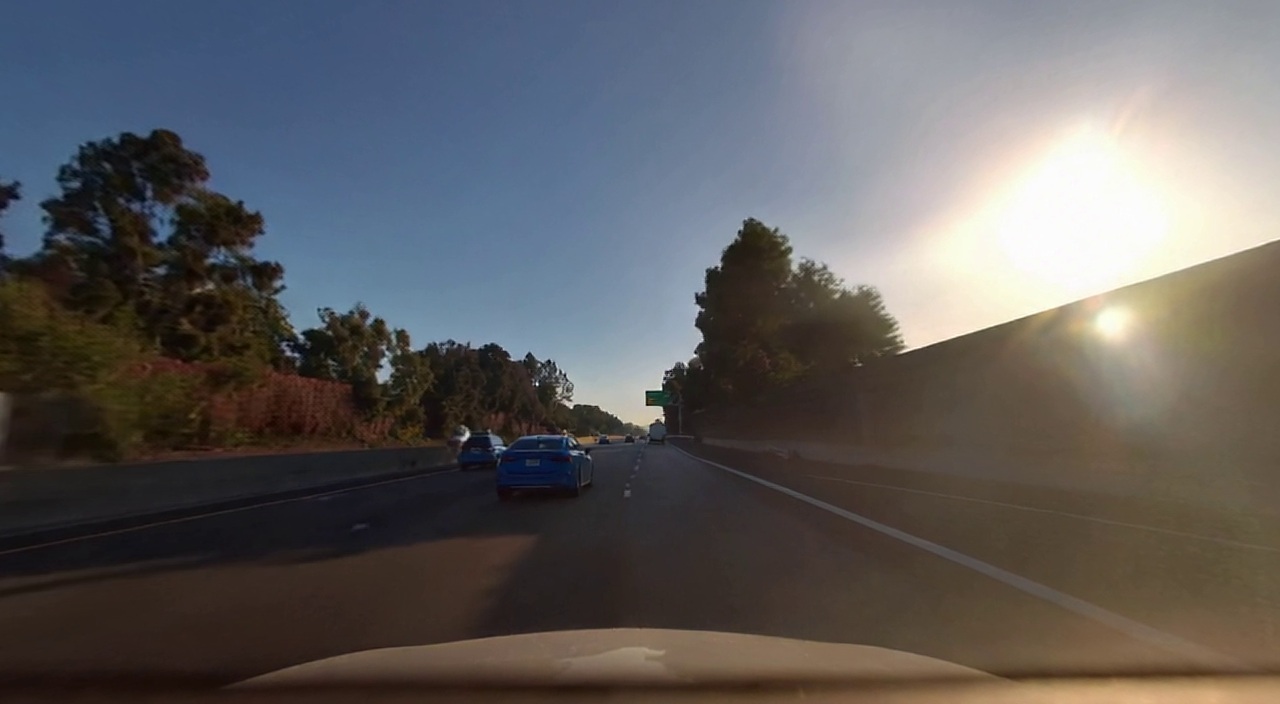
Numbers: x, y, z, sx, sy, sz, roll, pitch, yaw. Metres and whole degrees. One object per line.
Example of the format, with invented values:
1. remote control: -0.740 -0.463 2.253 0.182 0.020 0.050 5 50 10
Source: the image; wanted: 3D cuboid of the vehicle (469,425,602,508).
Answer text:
1. vehicle: -2.041 2.364 13.537 2.079 1.500 3.881 0 -8 2
